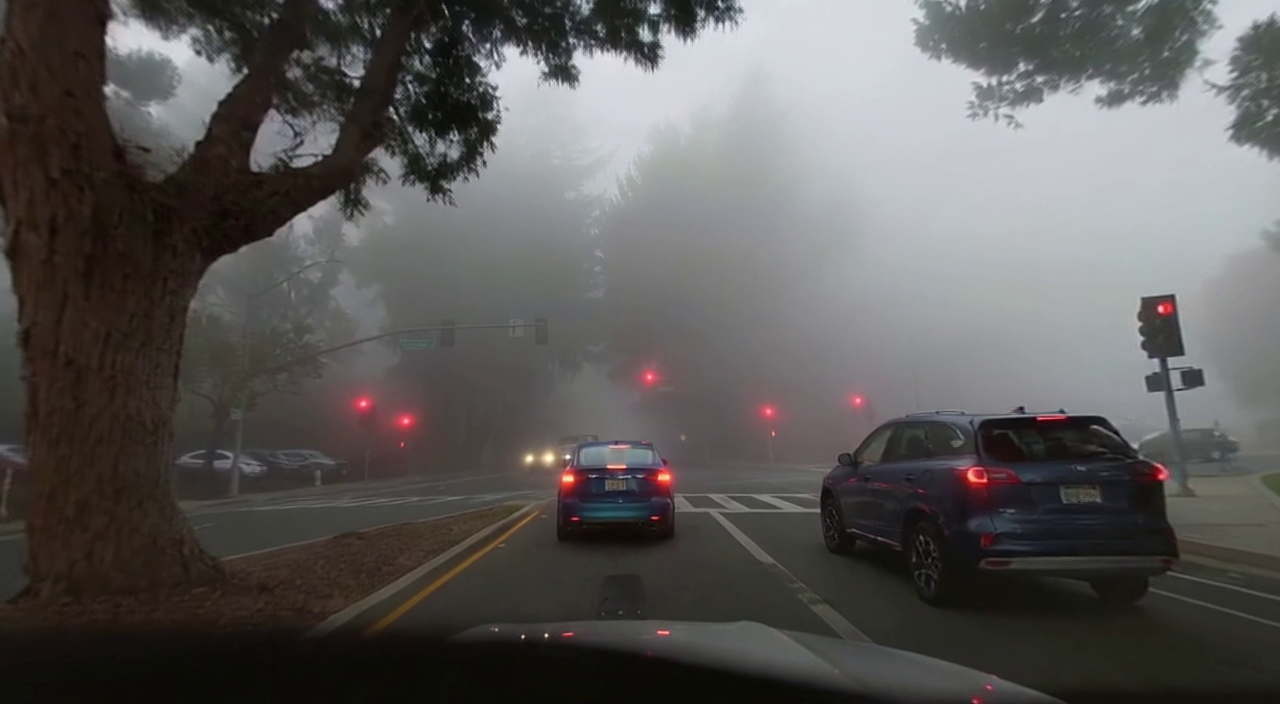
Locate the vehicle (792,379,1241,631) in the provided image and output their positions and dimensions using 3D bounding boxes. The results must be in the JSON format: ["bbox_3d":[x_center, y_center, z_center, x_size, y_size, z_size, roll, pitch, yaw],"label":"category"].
[{"bbox_3d":[3.195,1.403,6.718,2.046,1.768,4.370,0,-9,0],"label":"vehicle"}]

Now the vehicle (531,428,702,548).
[{"bbox_3d":[-0.328,2.091,10.468,2.177,1.512,4.682,0,-9,-1],"label":"vehicle"}]

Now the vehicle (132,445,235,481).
[{"bbox_3d":[-28.581,6.934,39.795,4.943,2.110,2.217,5,-10,-32],"label":"vehicle"}]
